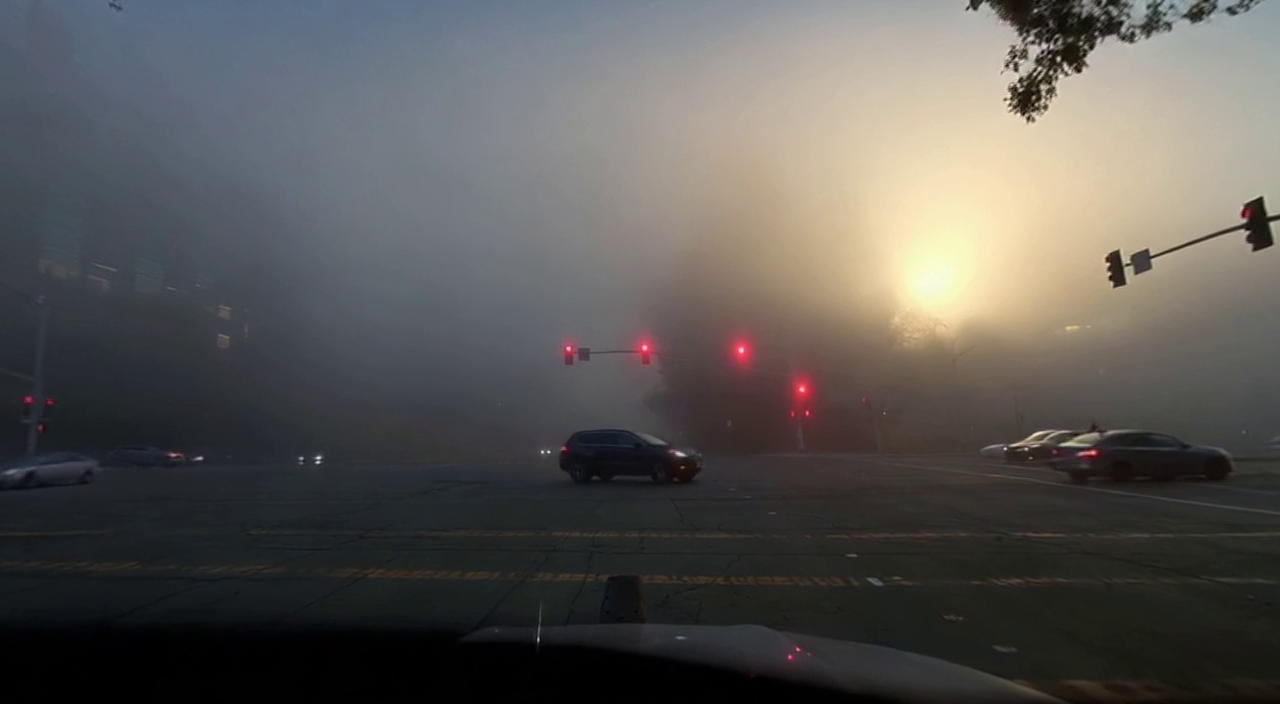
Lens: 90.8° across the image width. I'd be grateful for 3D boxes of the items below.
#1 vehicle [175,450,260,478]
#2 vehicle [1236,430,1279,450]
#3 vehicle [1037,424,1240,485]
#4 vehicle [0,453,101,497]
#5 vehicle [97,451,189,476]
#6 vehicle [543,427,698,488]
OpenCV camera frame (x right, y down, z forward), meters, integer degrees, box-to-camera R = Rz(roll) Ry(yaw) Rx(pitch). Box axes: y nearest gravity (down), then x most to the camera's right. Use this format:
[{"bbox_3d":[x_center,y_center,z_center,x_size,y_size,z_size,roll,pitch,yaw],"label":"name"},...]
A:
[{"bbox_3d":[-26.655,7.064,40.066,2.135,1.637,4.582,0,-9,1],"label":"vehicle"},{"bbox_3d":[45.659,6.302,45.219,1.786,1.412,4.330,0,-9,0],"label":"vehicle"},{"bbox_3d":[14.392,2.976,18.447,4.180,1.678,1.982,0,-9,-1],"label":"vehicle"},{"bbox_3d":[-23.224,4.546,23.676,1.909,1.473,4.571,0,-9,1],"label":"vehicle"},{"bbox_3d":[-38.339,8.652,48.999,5.034,1.827,2.901,7,-11,-28],"label":"vehicle"},{"bbox_3d":[-0.764,3.803,23.007,5.310,1.972,2.223,-6,-10,34],"label":"vehicle"}]
